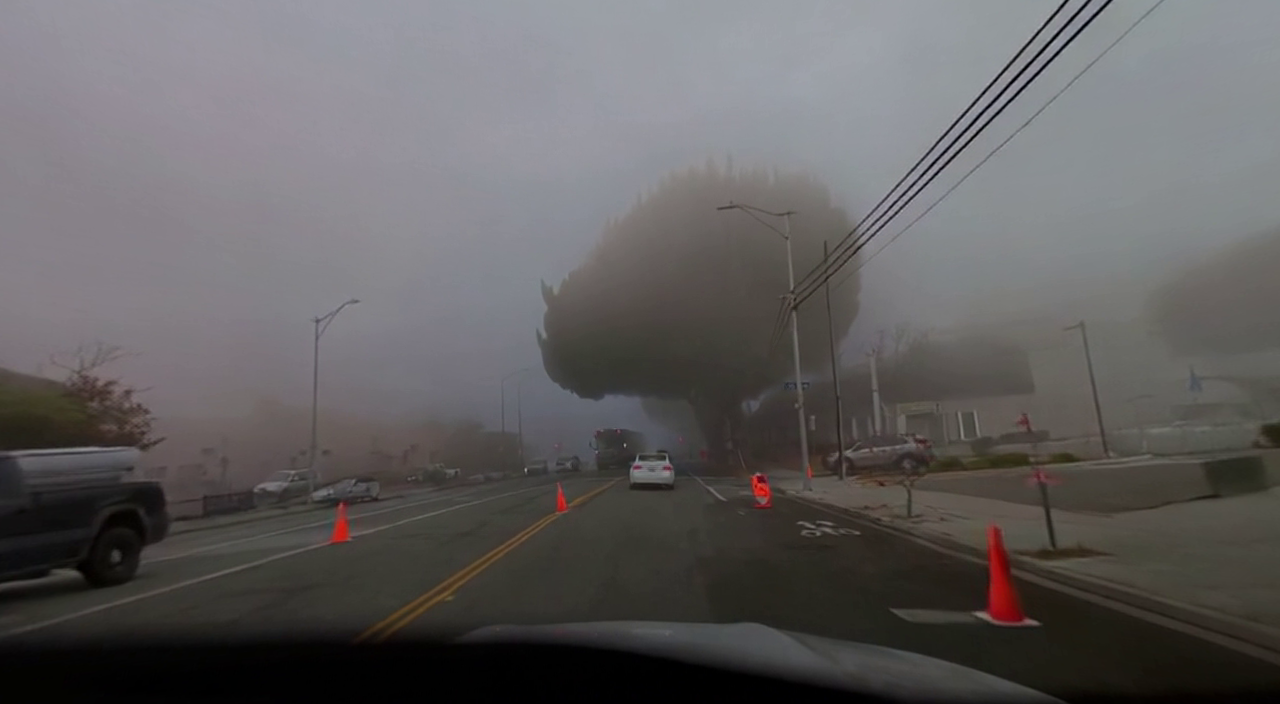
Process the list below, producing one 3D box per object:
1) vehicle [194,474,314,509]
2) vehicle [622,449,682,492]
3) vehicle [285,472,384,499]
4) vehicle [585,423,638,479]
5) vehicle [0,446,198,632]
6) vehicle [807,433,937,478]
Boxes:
[{"bbox_3d":[-19.508,7.076,32.090,4.696,1.513,2.243,-2,-8,3],"label":"vehicle"},{"bbox_3d":[0.484,4.567,24.646,2.159,1.506,4.086,0,-9,2],"label":"vehicle"},{"bbox_3d":[-18.548,8.118,38.491,4.952,1.510,2.115,-1,-9,5],"label":"vehicle"},{"bbox_3d":[-1.662,6.727,43.196,2.977,3.271,12.748,0,-9,0],"label":"vehicle"},{"bbox_3d":[-6.936,1.792,5.975,2.016,1.693,4.911,-3,-9,-1],"label":"vehicle"},{"bbox_3d":[10.347,4.624,28.482,4.859,1.914,2.333,1,-9,-5],"label":"vehicle"}]
